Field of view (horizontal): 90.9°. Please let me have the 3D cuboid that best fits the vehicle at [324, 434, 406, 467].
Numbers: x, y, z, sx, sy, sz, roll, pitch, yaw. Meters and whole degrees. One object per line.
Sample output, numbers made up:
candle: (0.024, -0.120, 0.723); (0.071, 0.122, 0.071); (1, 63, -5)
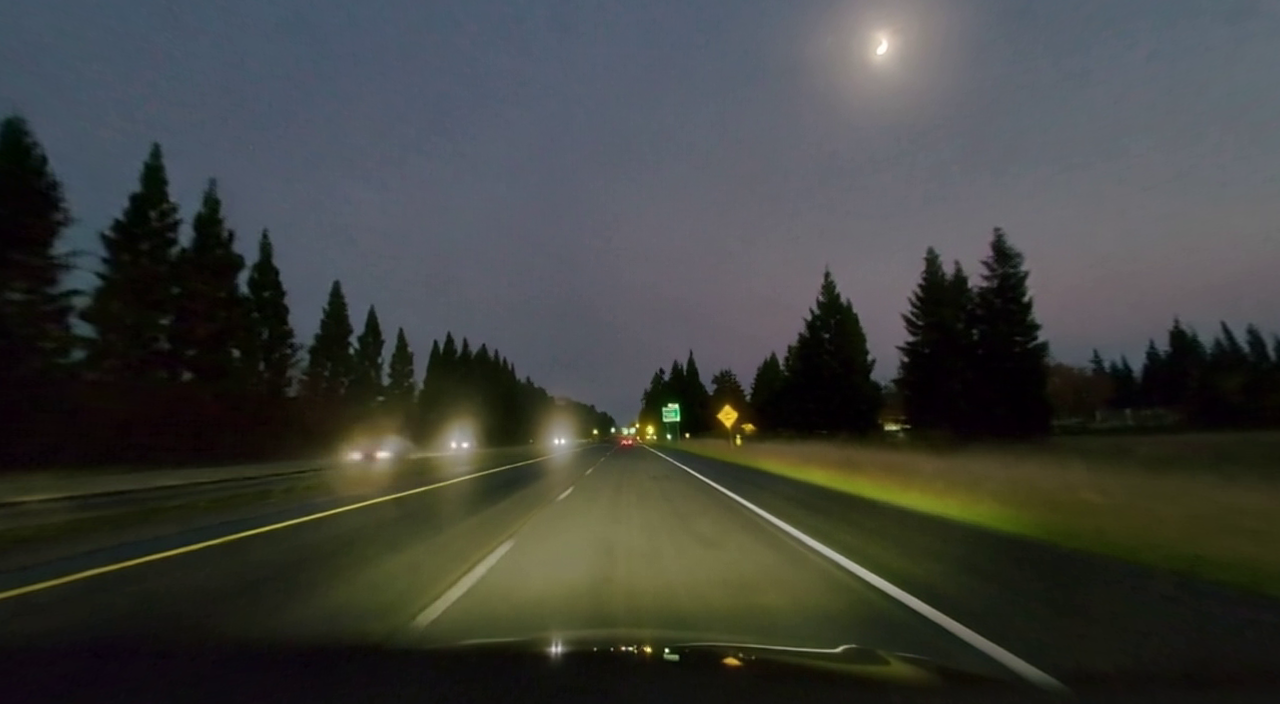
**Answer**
vehicle: (-13.127, 4.696, 30.434); (1.917, 1.457, 4.632); (0, -8, -1)
